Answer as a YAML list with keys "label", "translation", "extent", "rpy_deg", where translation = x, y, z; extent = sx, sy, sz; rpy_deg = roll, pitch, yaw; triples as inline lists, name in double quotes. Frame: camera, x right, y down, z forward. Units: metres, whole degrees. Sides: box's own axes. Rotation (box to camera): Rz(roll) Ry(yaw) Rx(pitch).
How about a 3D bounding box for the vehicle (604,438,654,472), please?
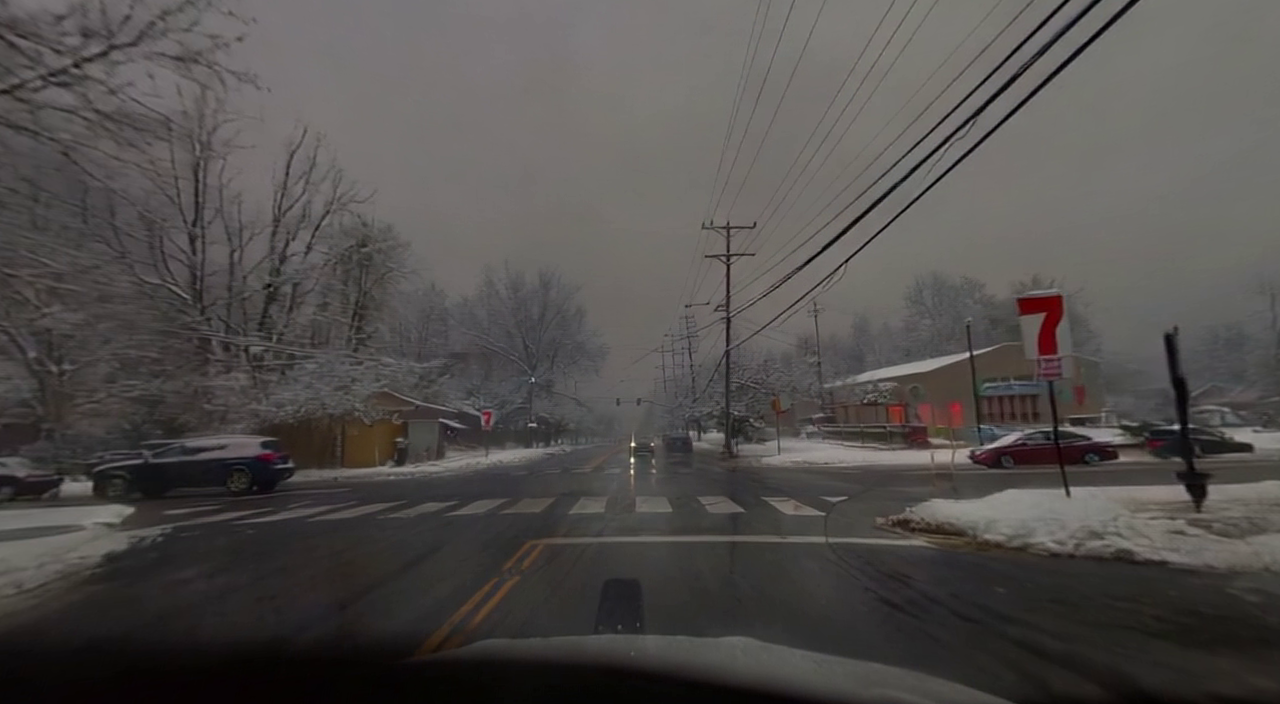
- label: "vehicle"
  translation: [-0.576, 4.692, 29.049]
  extent: [1.874, 1.427, 3.976]
  rpy_deg: [1, -8, -7]

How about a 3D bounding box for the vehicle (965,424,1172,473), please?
- label: "vehicle"
  translation: [13.080, 2.983, 19.567]
  extent: [4.872, 1.400, 1.955]
  rpy_deg: [-1, -8, 3]

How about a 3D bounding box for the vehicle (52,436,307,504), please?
- label: "vehicle"
  translation: [-13.800, 3.550, 19.337]
  extent: [5.866, 1.904, 2.197]
  rpy_deg: [1, -8, -6]

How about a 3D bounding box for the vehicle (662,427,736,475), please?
- label: "vehicle"
  translation: [2.454, 4.371, 28.002]
  extent: [2.553, 1.868, 5.536]
  rpy_deg: [0, -8, -2]
